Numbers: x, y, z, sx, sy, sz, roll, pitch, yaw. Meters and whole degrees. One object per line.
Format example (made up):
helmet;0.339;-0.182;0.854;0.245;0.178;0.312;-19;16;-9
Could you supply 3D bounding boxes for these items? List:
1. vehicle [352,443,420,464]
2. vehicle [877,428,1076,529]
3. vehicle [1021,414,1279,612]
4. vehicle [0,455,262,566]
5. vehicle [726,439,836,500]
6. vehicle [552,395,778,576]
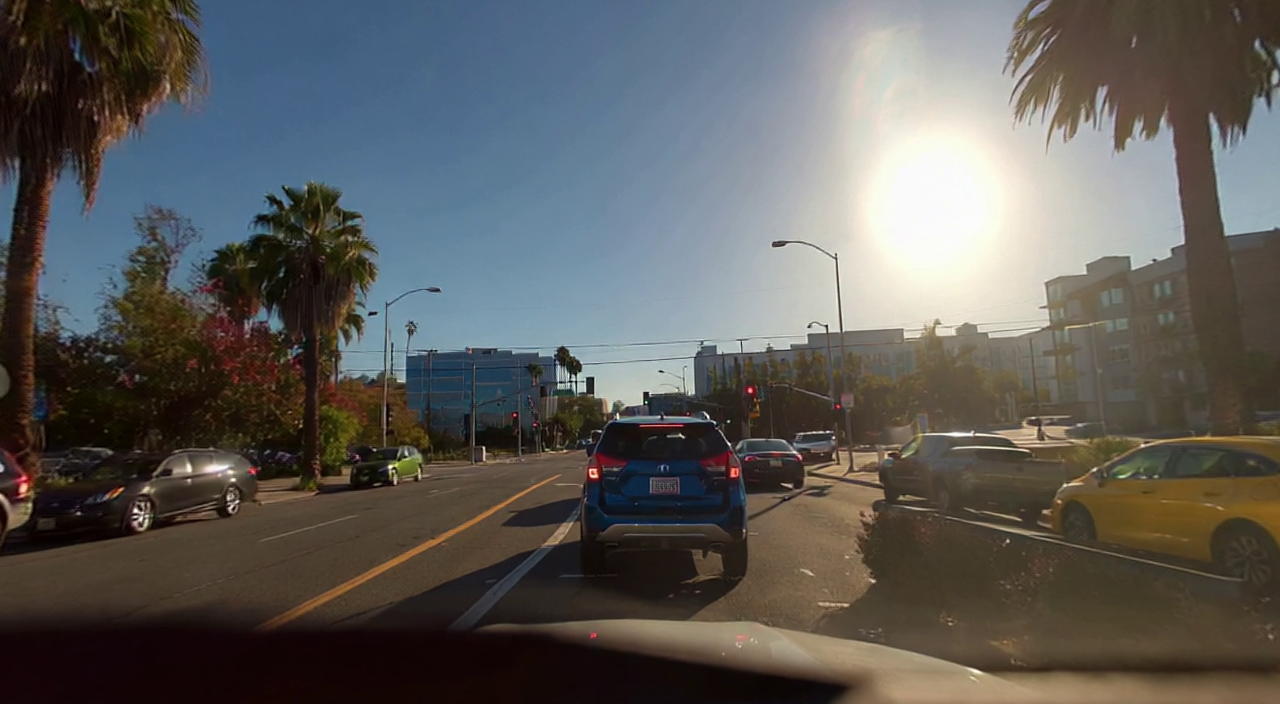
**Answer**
vehicle;-18.697;7.491;46.660;1.759;1.457;4.297;-7;-11;38
vehicle;6.681;2.528;13.236;1.930;1.736;4.329;-1;-8;3
vehicle;6.448;1.598;6.930;1.935;1.672;4.139;0;-8;1
vehicle;-9.566;2.801;11.901;2.054;1.467;4.595;-3;-7;0
vehicle;3.767;3.206;17.720;2.021;1.480;4.402;0;-8;0
vehicle;0.271;1.658;8.561;2.264;1.798;4.258;0;-8;1
